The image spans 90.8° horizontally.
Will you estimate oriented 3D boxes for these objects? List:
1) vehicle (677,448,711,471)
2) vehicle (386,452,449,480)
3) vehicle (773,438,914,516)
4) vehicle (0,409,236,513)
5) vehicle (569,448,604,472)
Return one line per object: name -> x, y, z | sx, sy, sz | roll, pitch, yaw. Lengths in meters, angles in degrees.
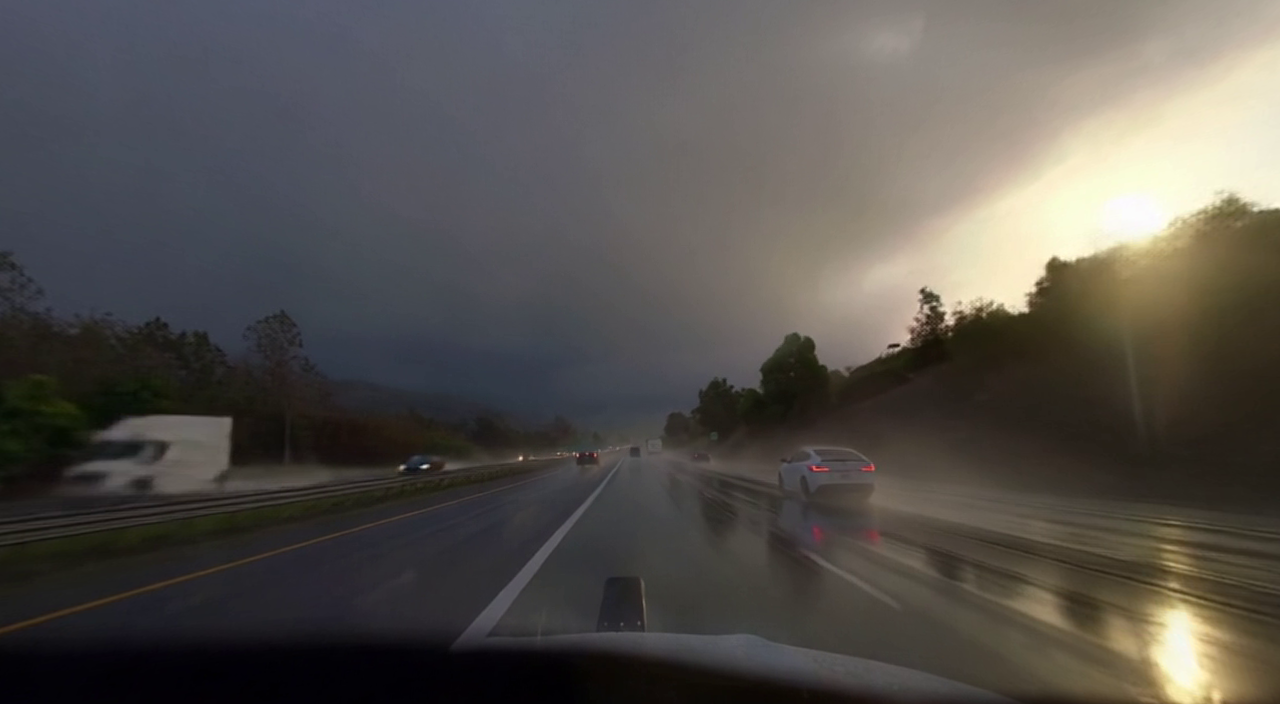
vehicle -> 3.594, 7.191, 42.317 | 1.846, 1.480, 3.694 | 0, -9, -2
vehicle -> -12.180, 6.256, 34.895 | 1.951, 1.462, 4.378 | 0, -9, -1
vehicle -> 4.586, 2.861, 14.909 | 1.903, 1.566, 3.866 | 0, -9, -2
vehicle -> -15.237, 3.211, 18.980 | 2.246, 2.611, 5.858 | 0, -9, -1
vehicle -> -3.491, 7.166, 42.142 | 2.021, 1.507, 4.272 | 0, -9, -1
